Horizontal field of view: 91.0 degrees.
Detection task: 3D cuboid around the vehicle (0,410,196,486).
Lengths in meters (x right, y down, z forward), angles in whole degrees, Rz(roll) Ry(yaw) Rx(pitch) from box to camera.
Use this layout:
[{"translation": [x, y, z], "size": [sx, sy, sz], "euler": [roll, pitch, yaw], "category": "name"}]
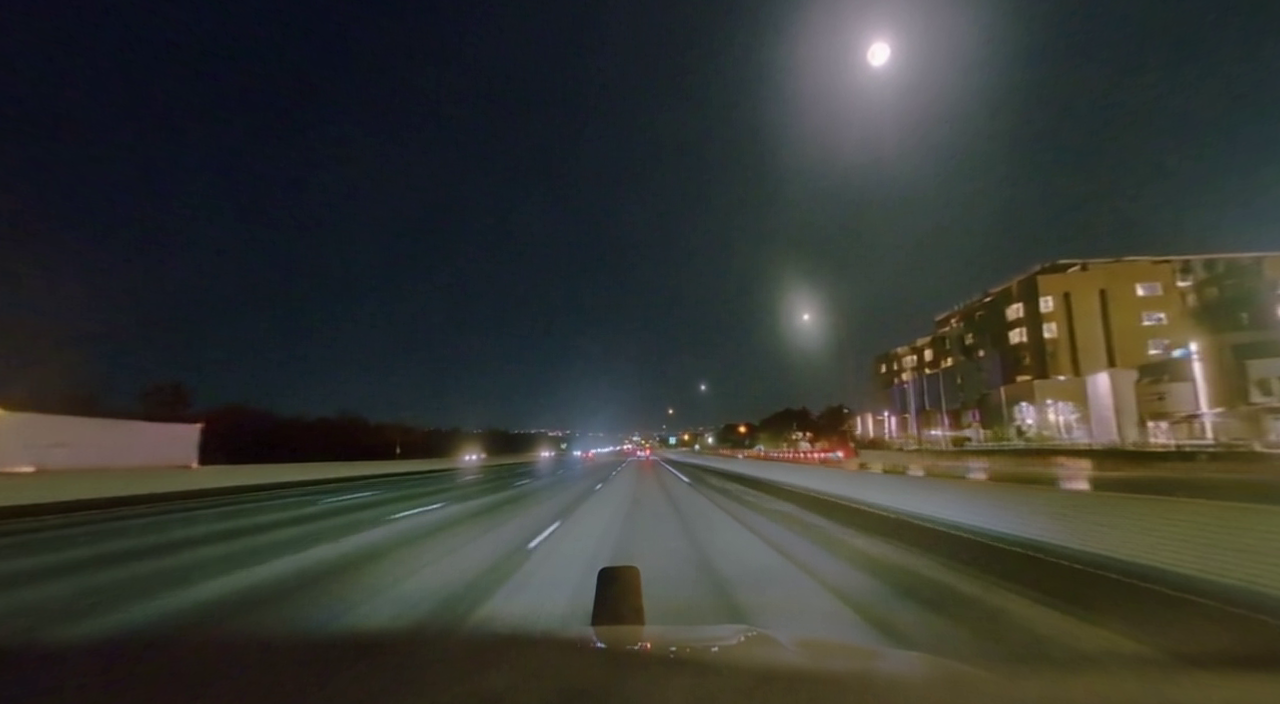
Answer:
[{"translation": [-35.390, 6.058, 39.728], "size": [2.917, 3.981, 16.129], "euler": [0, -9, 0], "category": "vehicle"}]
